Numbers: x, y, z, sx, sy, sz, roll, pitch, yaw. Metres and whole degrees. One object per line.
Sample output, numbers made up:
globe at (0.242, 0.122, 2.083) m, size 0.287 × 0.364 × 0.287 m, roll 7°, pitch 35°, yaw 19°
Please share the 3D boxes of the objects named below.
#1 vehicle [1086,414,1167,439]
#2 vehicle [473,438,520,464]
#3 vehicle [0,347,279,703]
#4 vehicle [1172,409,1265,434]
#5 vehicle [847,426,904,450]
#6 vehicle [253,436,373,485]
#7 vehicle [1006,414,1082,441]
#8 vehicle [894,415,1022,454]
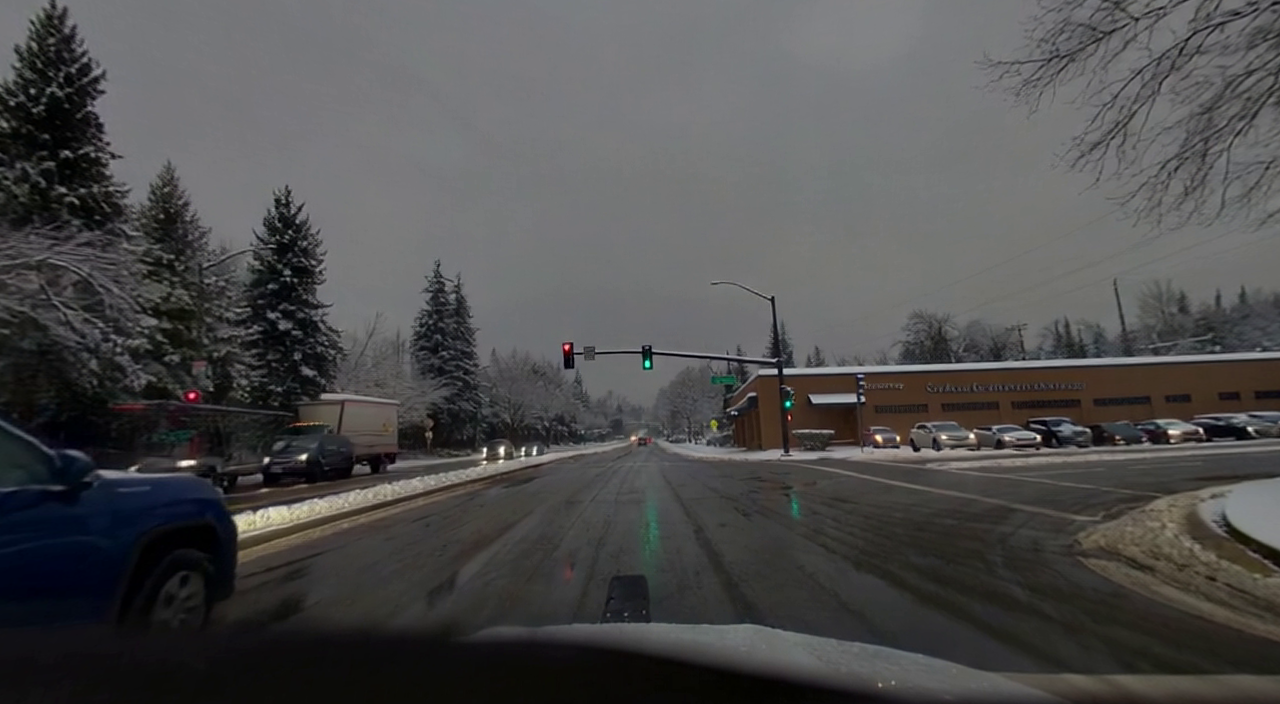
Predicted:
vehicle at (31.360, 4.828, 40.754) m, size 1.823 × 1.480 × 4.003 m, roll 0°, pitch -8°, yaw -4°
vehicle at (-9.271, 6.424, 41.098) m, size 2.026 × 1.616 × 4.199 m, roll 0°, pitch -8°, yaw 1°
vehicle at (-3.367, 0.740, 1.845) m, size 1.934 × 1.649 × 4.490 m, roll 0°, pitch -8°, yaw 0°
vehicle at (38.419, 4.678, 42.034) m, size 1.715 × 1.480 × 4.701 m, roll 0°, pitch -8°, yaw -1°
vehicle at (17.190, 6.322, 46.155) m, size 3.329 × 1.415 × 1.821 m, roll -6°, pitch -9°, yaw 2°
vehicle at (-12.189, 4.057, 23.927) m, size 2.181 × 1.653 × 4.468 m, roll 0°, pitch -8°, yaw 0°
vehicle at (26.305, 4.974, 41.240) m, size 2.011 × 1.656 × 4.163 m, roll 0°, pitch -8°, yaw -3°
vehicle at (13.988, 3.660, 27.911) m, size 4.566 × 1.670 × 2.000 m, roll 0°, pitch -8°, yaw -2°
